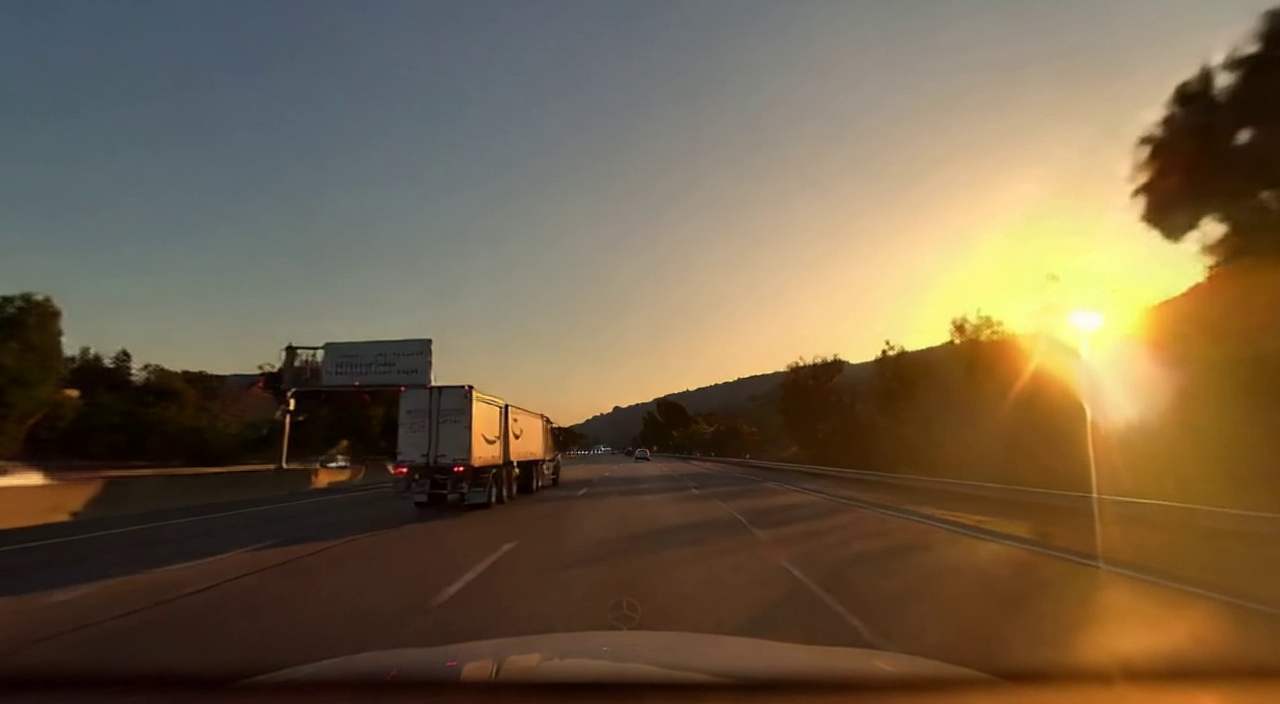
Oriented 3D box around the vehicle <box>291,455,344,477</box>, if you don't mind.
[{"bbox_3d":[-22.924,8.119,45.020,1.747,1.426,3.723,0,-9,1],"label":"vehicle"}]
